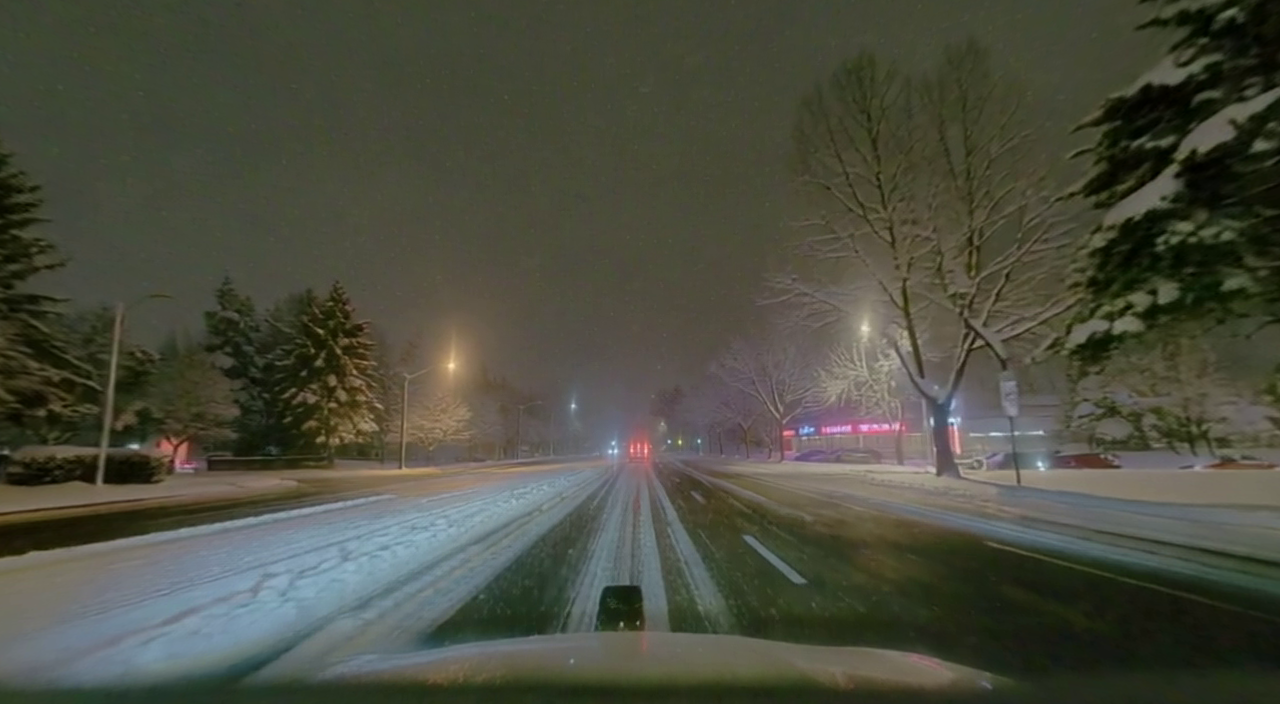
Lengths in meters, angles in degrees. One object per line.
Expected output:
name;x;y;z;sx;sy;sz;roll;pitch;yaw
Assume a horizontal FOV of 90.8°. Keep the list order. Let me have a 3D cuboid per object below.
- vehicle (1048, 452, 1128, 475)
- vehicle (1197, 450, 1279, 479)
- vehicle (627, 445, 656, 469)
vehicle;31.858;7.905;45.141;2.058;1.498;4.870;0;-8;-1
vehicle;37.568;6.938;39.208;1.916;1.596;4.358;0;-8;0
vehicle;0.101;7.873;47.624;2.095;1.647;4.205;0;-8;0
